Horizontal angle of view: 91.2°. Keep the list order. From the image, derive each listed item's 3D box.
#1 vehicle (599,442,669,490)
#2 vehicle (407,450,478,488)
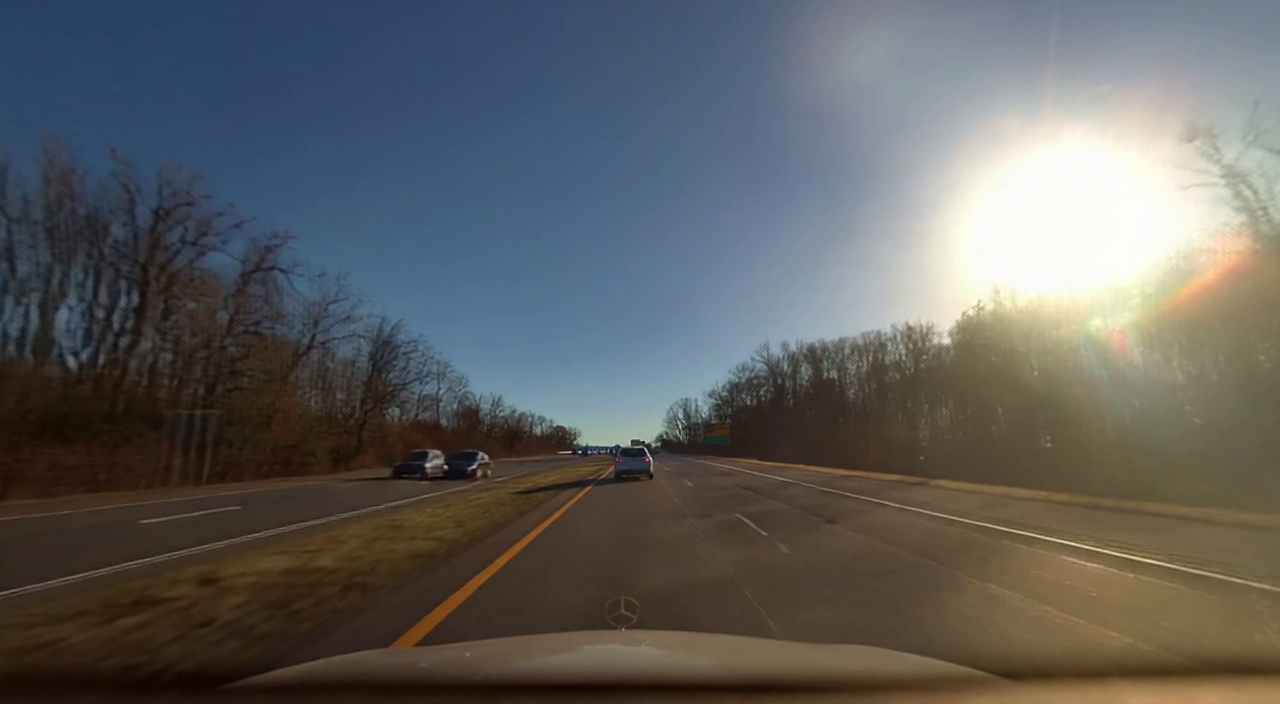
[{"bbox_3d":[-0.255,3.981,22.177,2.244,1.506,4.097,0,-9,-1],"label":"vehicle"},{"bbox_3d":[-8.657,5.134,27.805,1.889,1.493,4.022,0,-9,-1],"label":"vehicle"}]
